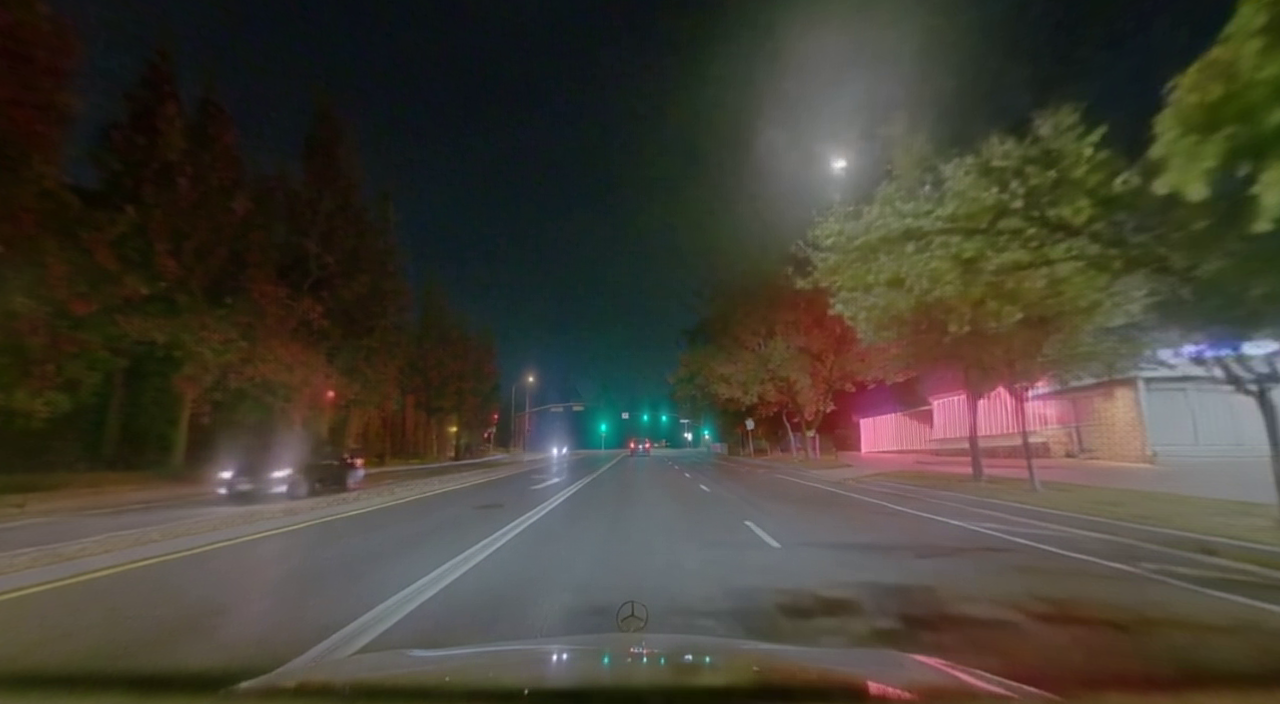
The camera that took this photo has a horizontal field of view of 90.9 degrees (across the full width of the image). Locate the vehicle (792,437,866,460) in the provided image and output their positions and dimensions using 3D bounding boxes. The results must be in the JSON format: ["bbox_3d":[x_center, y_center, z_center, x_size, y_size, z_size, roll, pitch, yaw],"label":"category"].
[{"bbox_3d":[14.192,7.220,47.442,5.001,1.554,1.961,-3,-8,31],"label":"vehicle"}]

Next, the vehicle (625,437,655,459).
[{"bbox_3d":[0.073,7.391,48.576,2.196,1.646,4.109,0,-8,1],"label":"vehicle"}]

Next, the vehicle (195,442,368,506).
[{"bbox_3d":[-9.300,3.156,16.889,1.946,1.470,4.443,0,-8,1],"label":"vehicle"}]
